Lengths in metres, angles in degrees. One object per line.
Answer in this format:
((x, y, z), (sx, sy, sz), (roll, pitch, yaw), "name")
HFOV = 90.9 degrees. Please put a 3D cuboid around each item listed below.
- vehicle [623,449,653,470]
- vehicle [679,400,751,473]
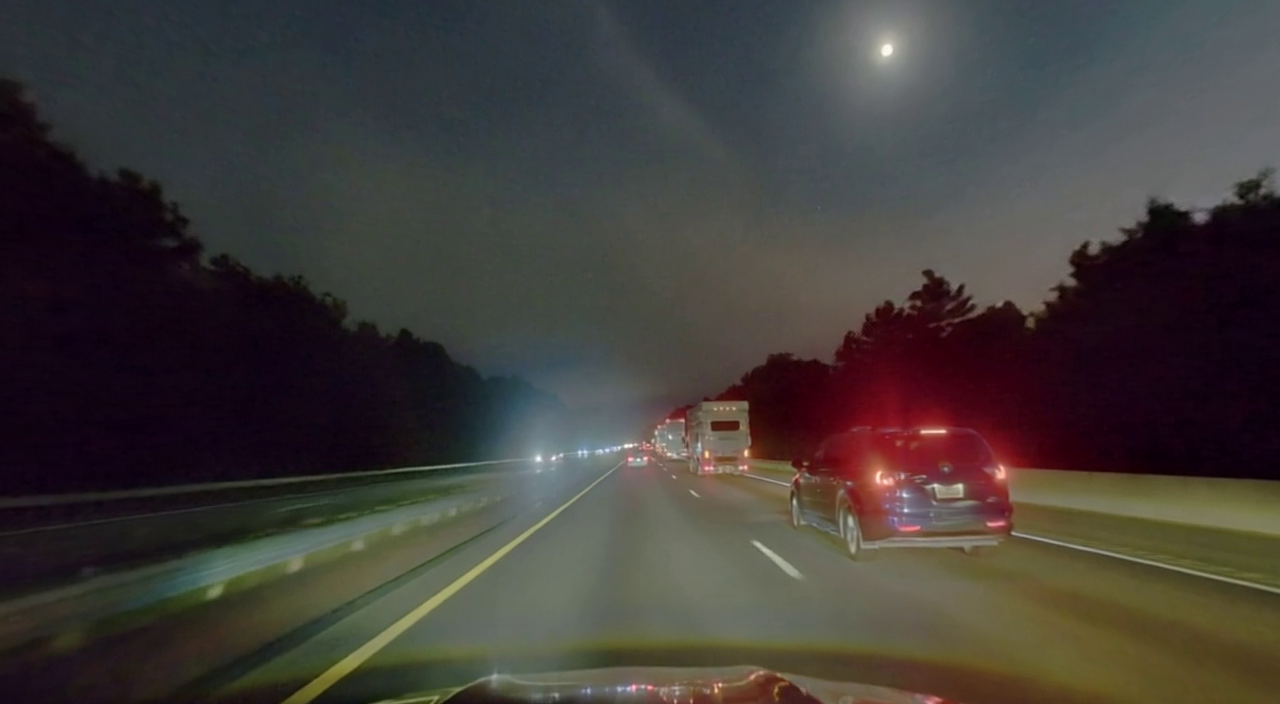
((-0.150, 7.394, 43.537), (1.926, 1.386, 3.615), (0, -9, 0), "vehicle")
((4.722, 5.945, 43.337), (2.939, 4.129, 14.300), (0, -9, -1), "vehicle")
